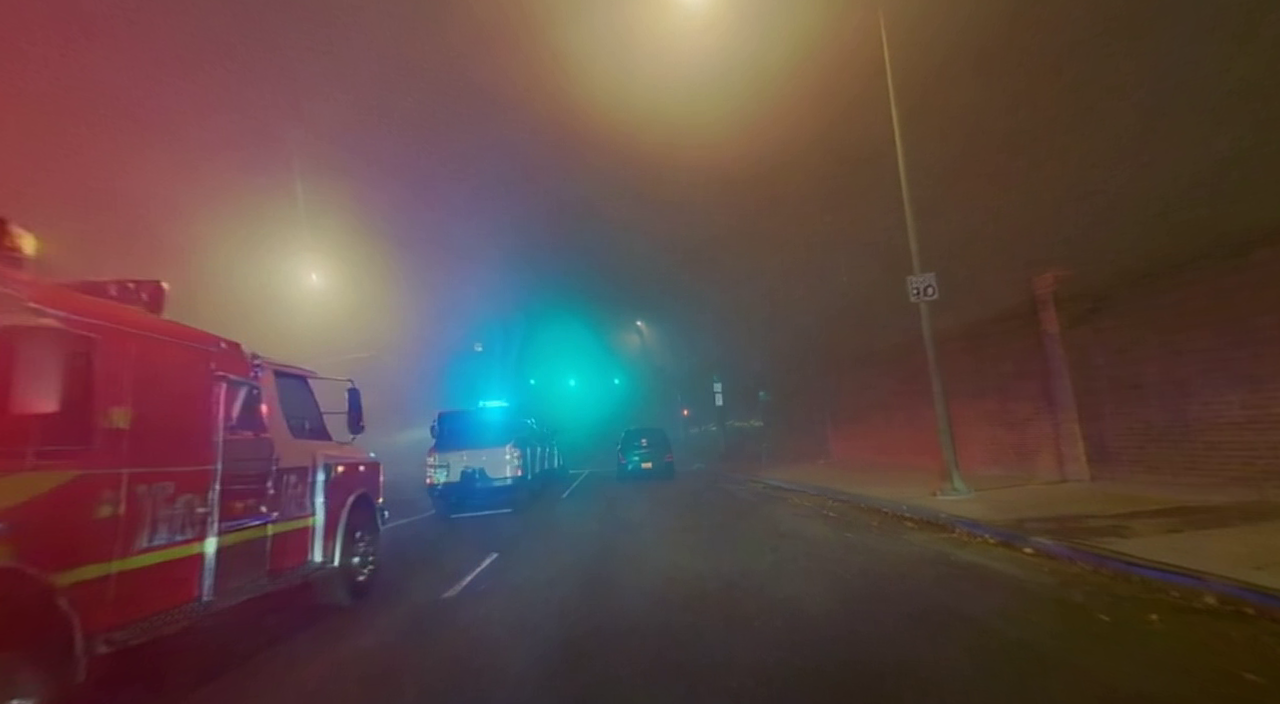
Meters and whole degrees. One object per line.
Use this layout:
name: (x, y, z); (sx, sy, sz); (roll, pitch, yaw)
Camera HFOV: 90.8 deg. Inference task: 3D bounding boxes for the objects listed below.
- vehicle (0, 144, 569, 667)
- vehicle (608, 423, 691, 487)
vehicle: (-3.599, 1.186, 10.756); (3.631, 3.655, 12.773); (0, -8, -1)
vehicle: (0.151, 3.341, 20.877); (2.332, 1.831, 4.930); (0, -8, -4)
